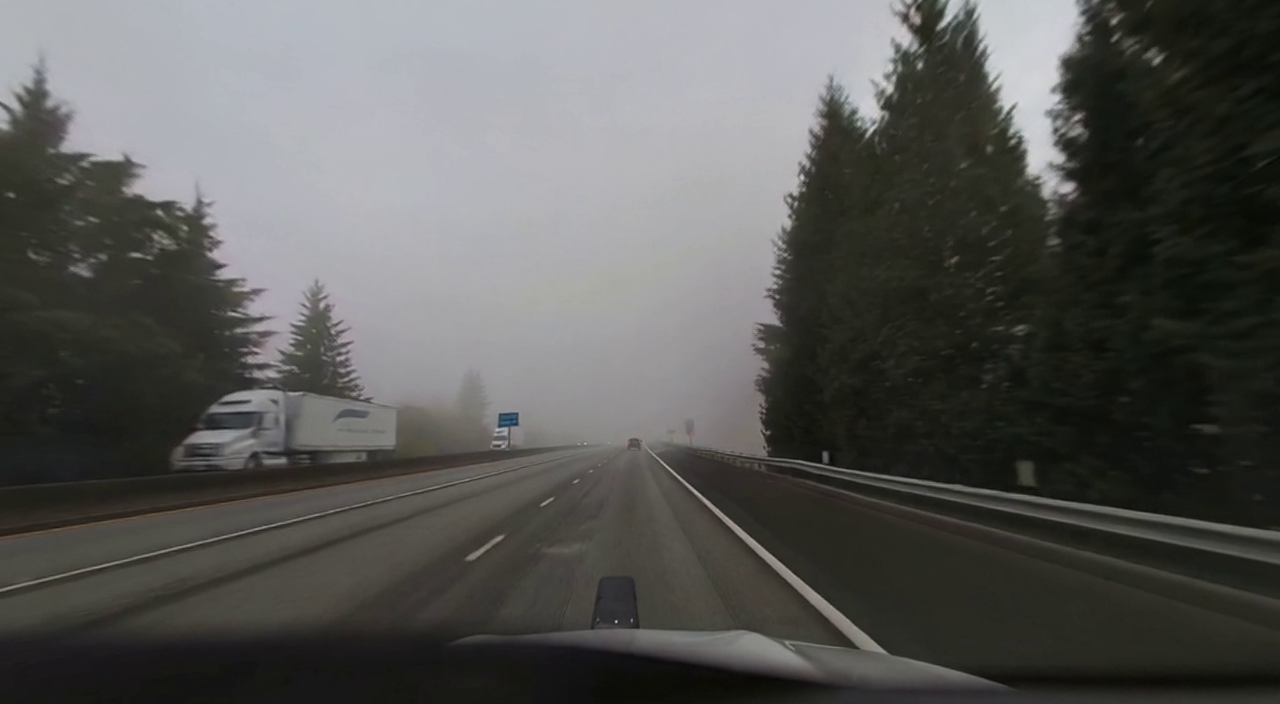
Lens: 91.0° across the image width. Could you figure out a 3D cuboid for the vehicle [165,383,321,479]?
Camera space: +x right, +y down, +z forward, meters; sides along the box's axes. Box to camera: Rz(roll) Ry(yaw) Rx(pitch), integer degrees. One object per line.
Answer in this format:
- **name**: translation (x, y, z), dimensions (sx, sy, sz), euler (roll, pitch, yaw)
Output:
- **vehicle**: translation (-17.283, 3.563, 28.020), dimensions (2.995, 3.776, 5.874), euler (0, -8, -1)
